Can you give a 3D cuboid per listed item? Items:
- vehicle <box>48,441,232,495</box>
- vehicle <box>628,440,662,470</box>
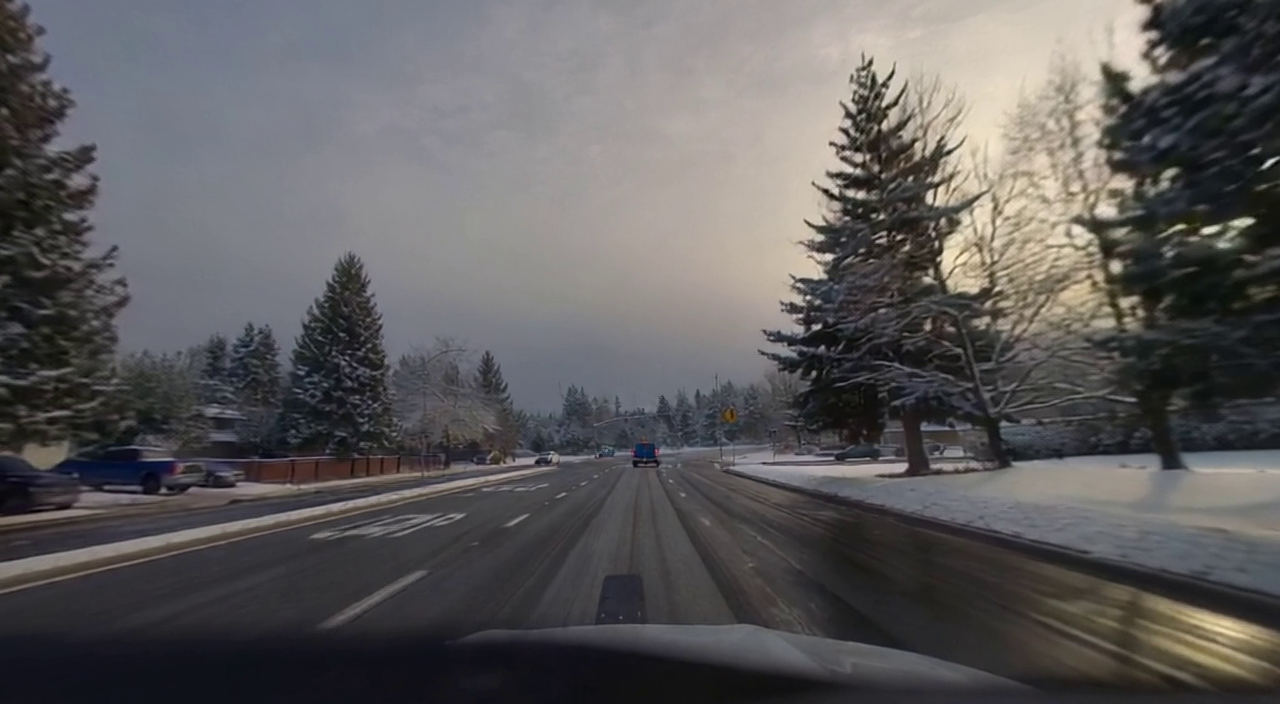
[{"bbox_3d":[-19.233,4.468,24.524,5.209,1.967,2.153,0,-9,-1],"label":"vehicle"},{"bbox_3d":[0.429,7.251,44.562,2.153,1.942,4.767,0,-9,3],"label":"vehicle"}]
